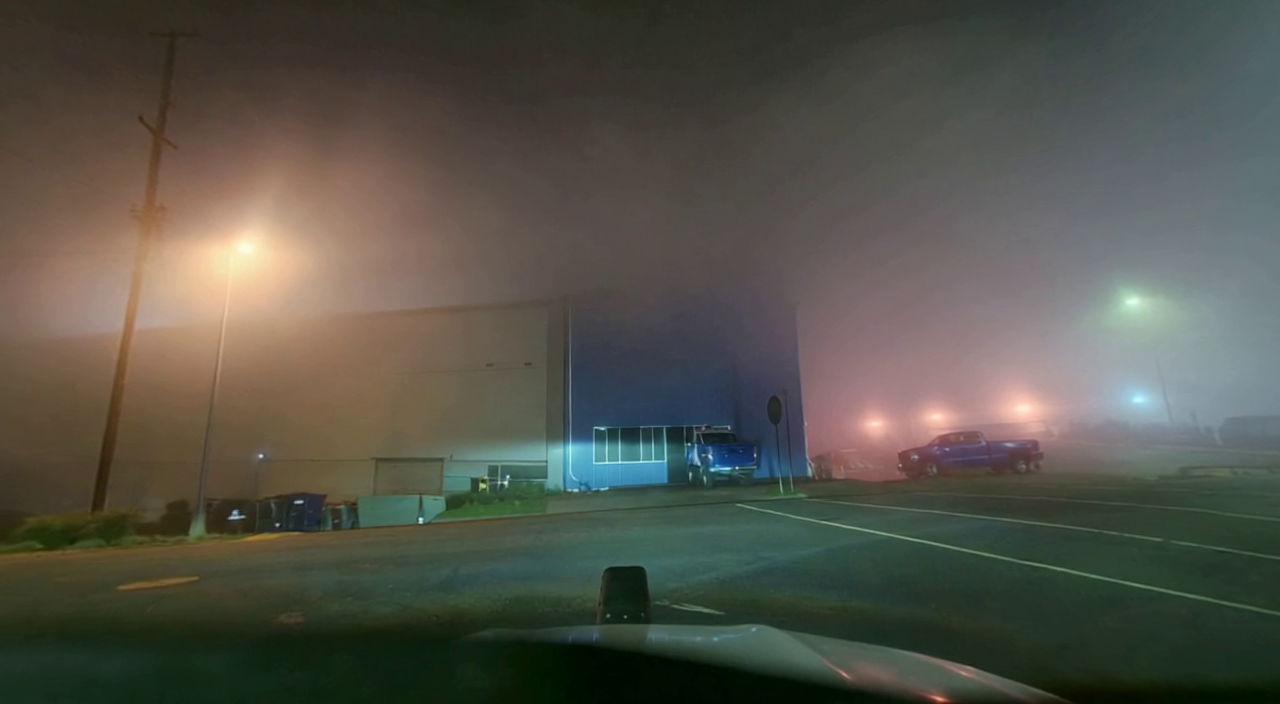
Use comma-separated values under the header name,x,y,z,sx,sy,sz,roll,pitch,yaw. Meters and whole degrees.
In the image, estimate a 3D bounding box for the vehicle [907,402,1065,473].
name,x,y,z,sx,sy,sz,roll,pitch,yaw
vehicle,17.445,4.409,32.123,6.271,3.004,2.298,-5,-10,4

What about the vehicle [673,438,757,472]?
name,x,y,z,sx,sy,sz,roll,pitch,yaw
vehicle,4.892,6.775,41.666,5.207,2.103,1.997,0,-8,-4
